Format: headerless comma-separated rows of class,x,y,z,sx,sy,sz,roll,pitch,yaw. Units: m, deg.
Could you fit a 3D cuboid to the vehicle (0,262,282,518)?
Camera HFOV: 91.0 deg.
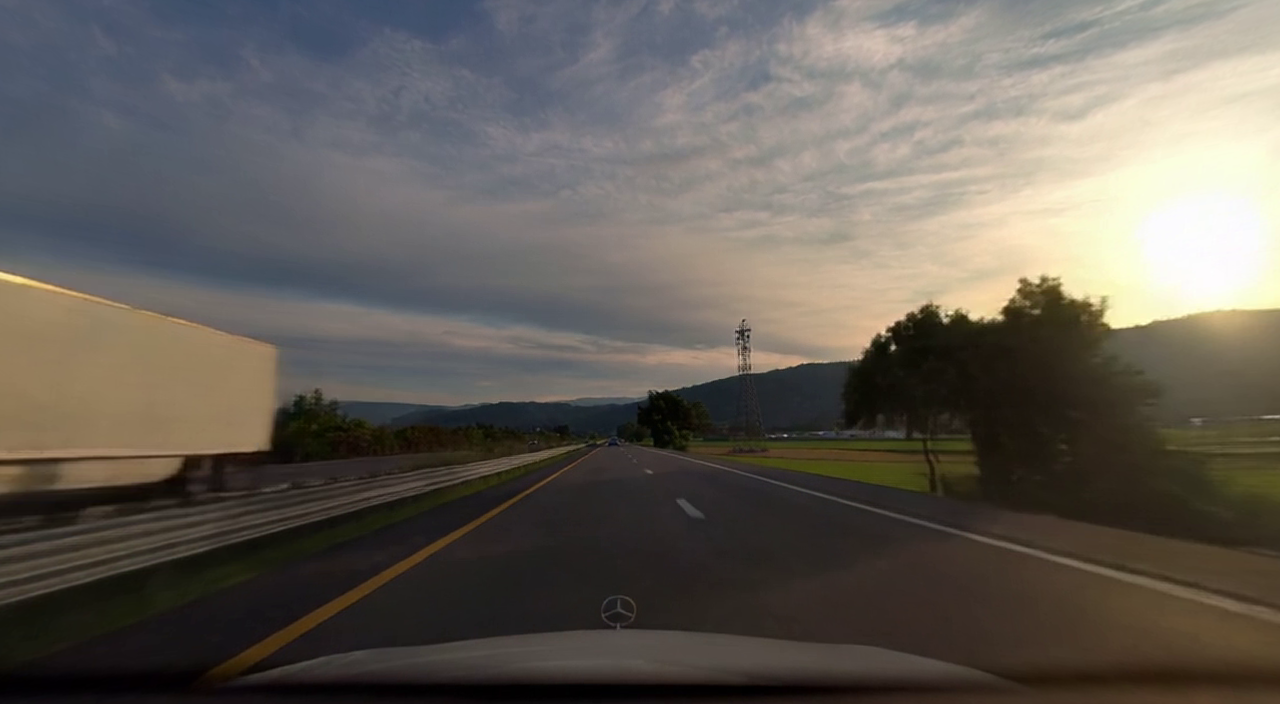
vehicle,-11.908,0.762,11.135,3.200,4.073,14.310,0,-8,-2
